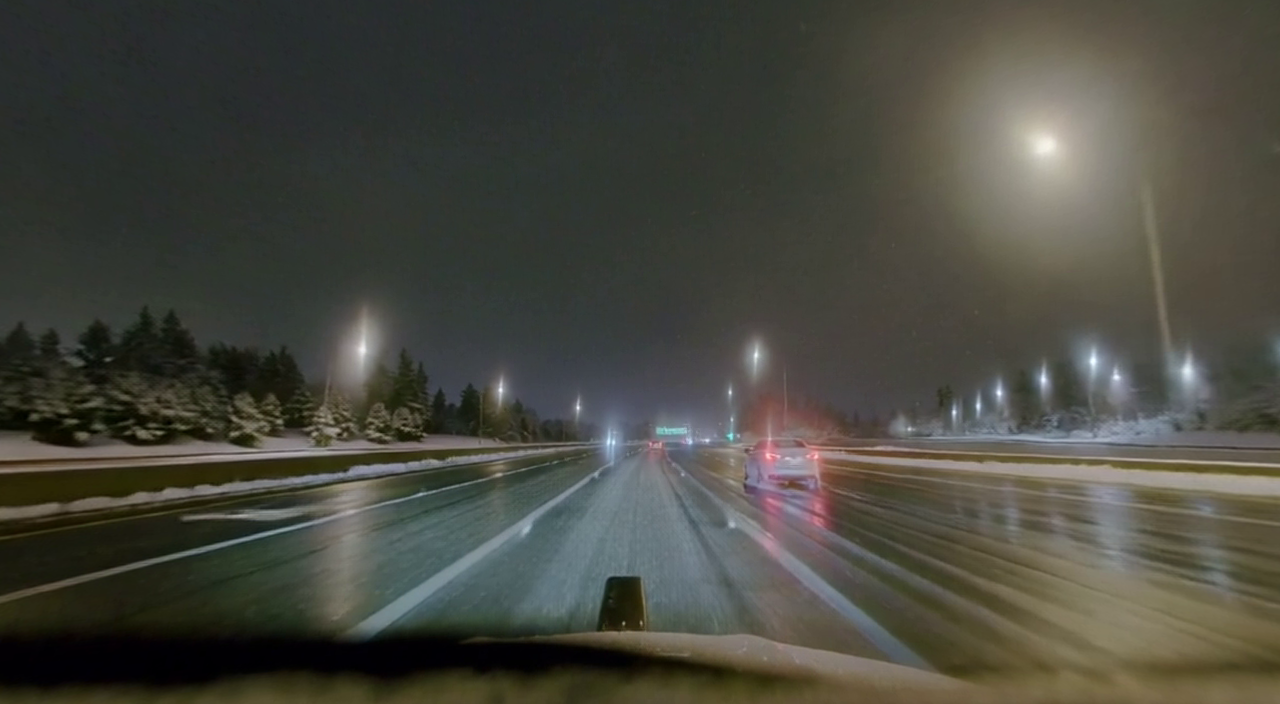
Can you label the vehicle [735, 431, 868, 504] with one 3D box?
[{"bbox_3d":[3.701,2.737,15.429,1.999,1.492,4.673,0,-8,0],"label":"vehicle"}]
